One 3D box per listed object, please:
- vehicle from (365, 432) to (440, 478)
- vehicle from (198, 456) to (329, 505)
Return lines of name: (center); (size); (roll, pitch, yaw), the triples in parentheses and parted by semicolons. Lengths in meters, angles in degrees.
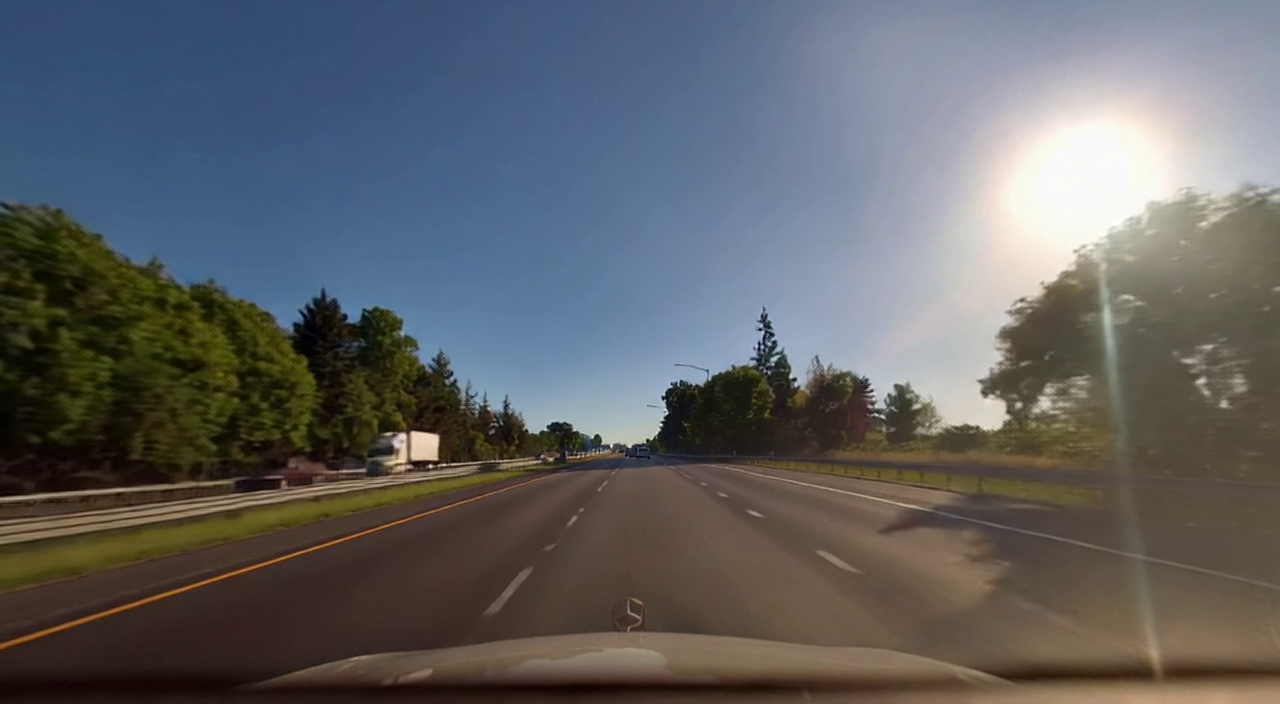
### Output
vehicle: (-16.883, 7.353, 45.433); (2.536, 3.058, 7.355); (0, -8, 0)
vehicle: (-12.977, 4.414, 22.115); (1.820, 1.458, 4.466); (0, -9, 1)
